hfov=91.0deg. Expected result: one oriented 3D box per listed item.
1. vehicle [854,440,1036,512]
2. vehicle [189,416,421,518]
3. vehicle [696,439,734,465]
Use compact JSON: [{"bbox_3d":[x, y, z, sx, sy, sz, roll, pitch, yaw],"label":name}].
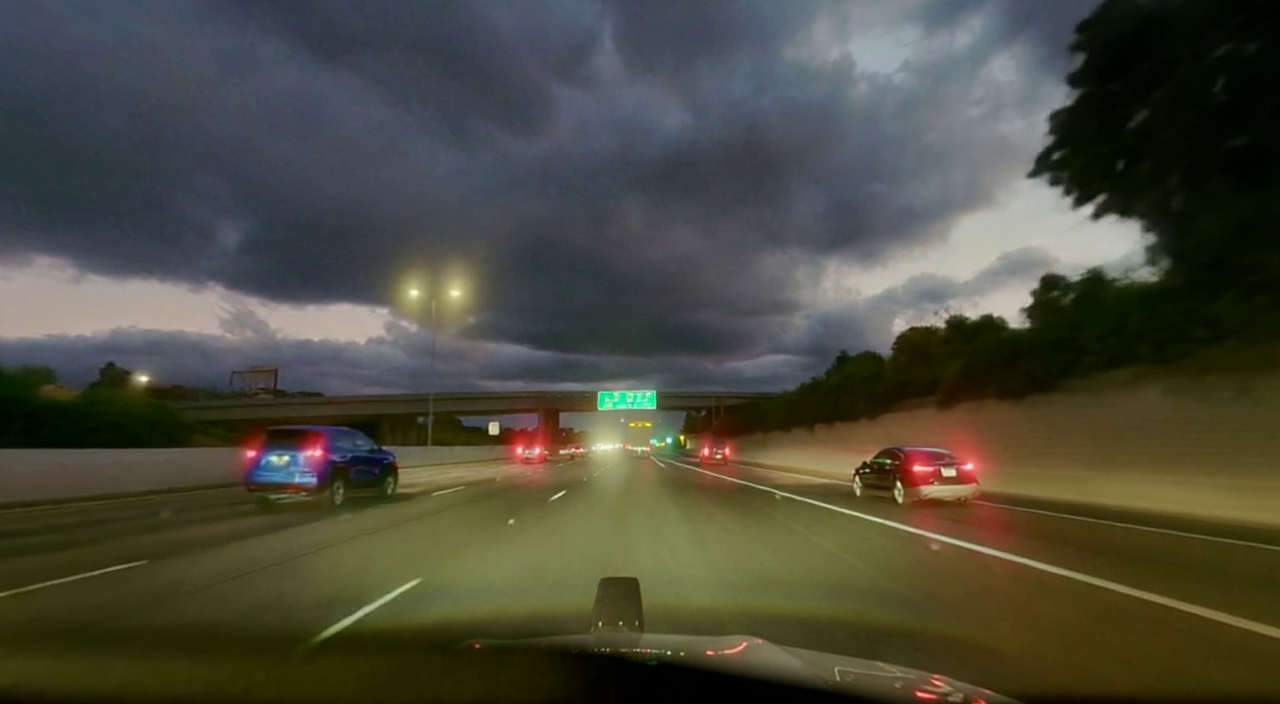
[{"bbox_3d":[7.300,2.992,15.763,2.075,1.510,4.569,1,-9,-3],"label":"vehicle"},{"bbox_3d":[-6.673,2.365,13.422,2.179,1.753,4.999,0,-9,0],"label":"vehicle"},{"bbox_3d":[5.858,7.903,49.910,2.220,1.898,4.752,1,-9,-3],"label":"vehicle"}]
